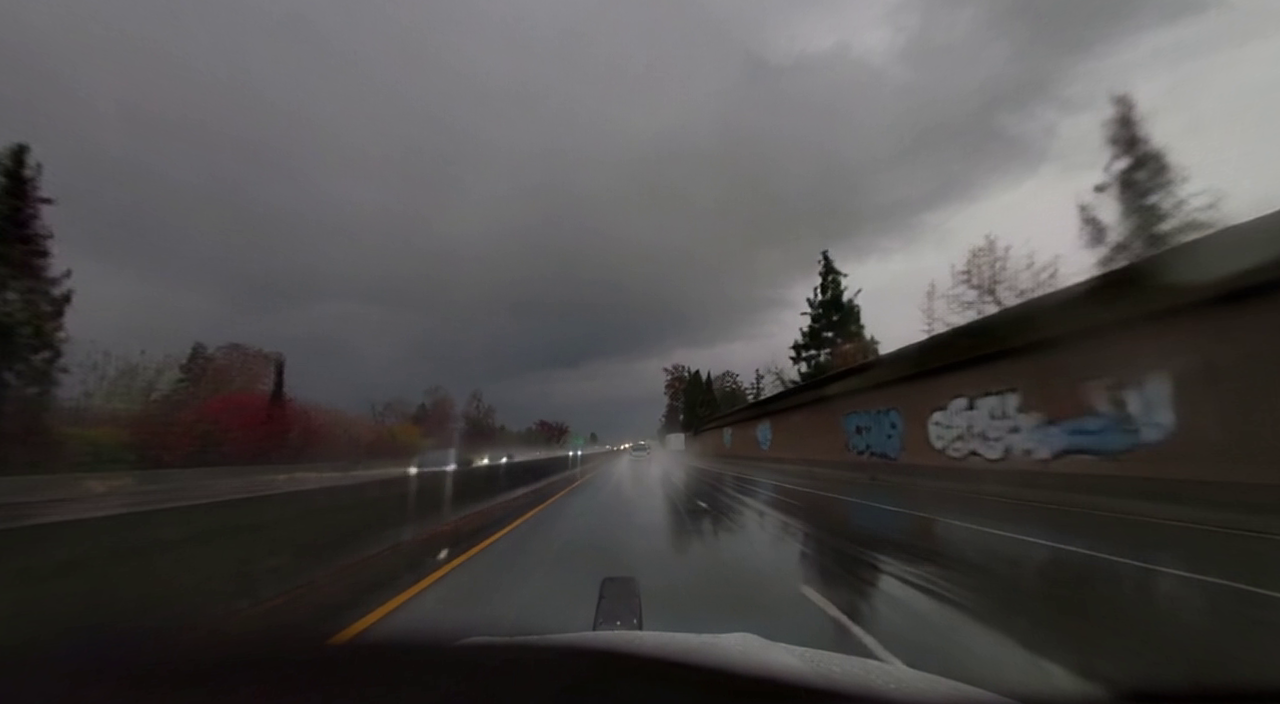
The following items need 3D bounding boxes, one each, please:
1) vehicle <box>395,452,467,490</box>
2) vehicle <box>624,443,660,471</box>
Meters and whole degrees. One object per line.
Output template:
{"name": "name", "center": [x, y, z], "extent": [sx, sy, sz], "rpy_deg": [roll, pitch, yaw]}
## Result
{"name": "vehicle", "center": [-9.343, 5.316, 28.327], "extent": [1.894, 1.513, 4.009], "rpy_deg": [0, -9, 0]}
{"name": "vehicle", "center": [0.103, 6.553, 39.340], "extent": [2.095, 1.671, 4.219], "rpy_deg": [0, -9, -1]}
